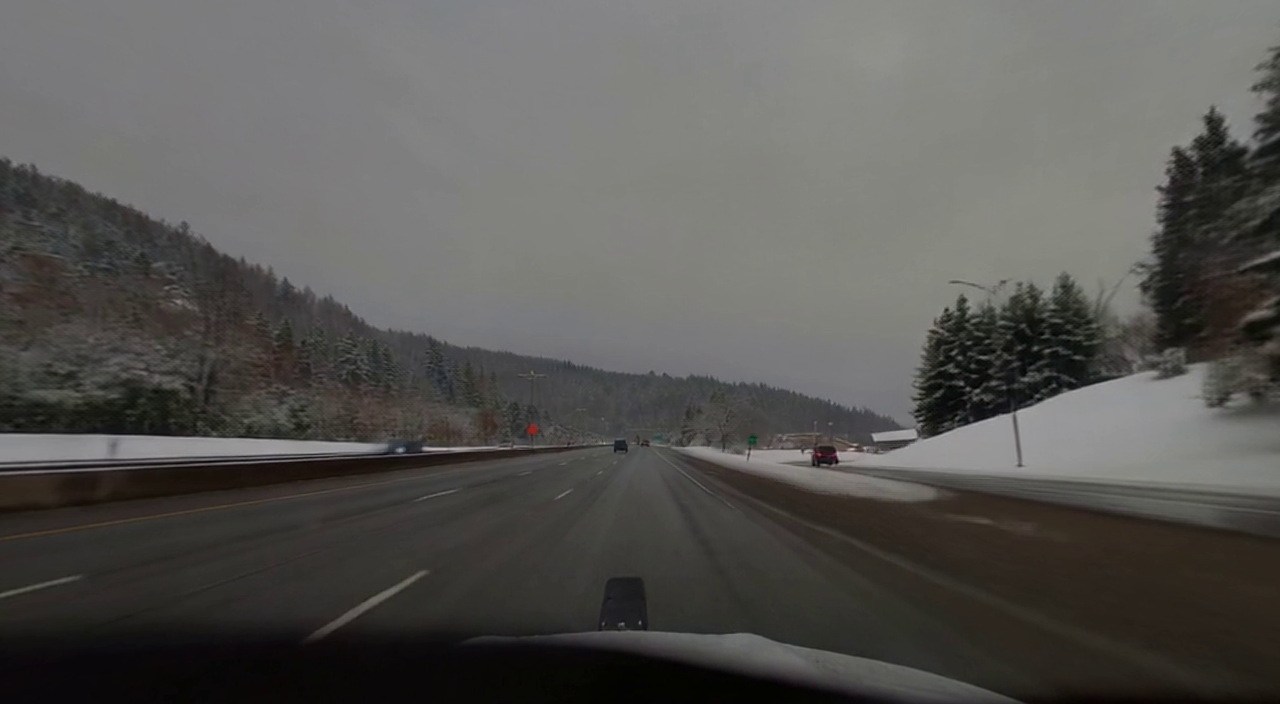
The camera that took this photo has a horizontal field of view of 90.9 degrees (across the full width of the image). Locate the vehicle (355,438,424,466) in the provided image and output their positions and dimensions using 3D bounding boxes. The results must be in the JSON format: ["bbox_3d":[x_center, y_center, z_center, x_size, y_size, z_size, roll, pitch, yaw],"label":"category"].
[{"bbox_3d":[-16.741,6.728,42.511,2.236,1.754,5.703,0,-9,1],"label":"vehicle"}]
